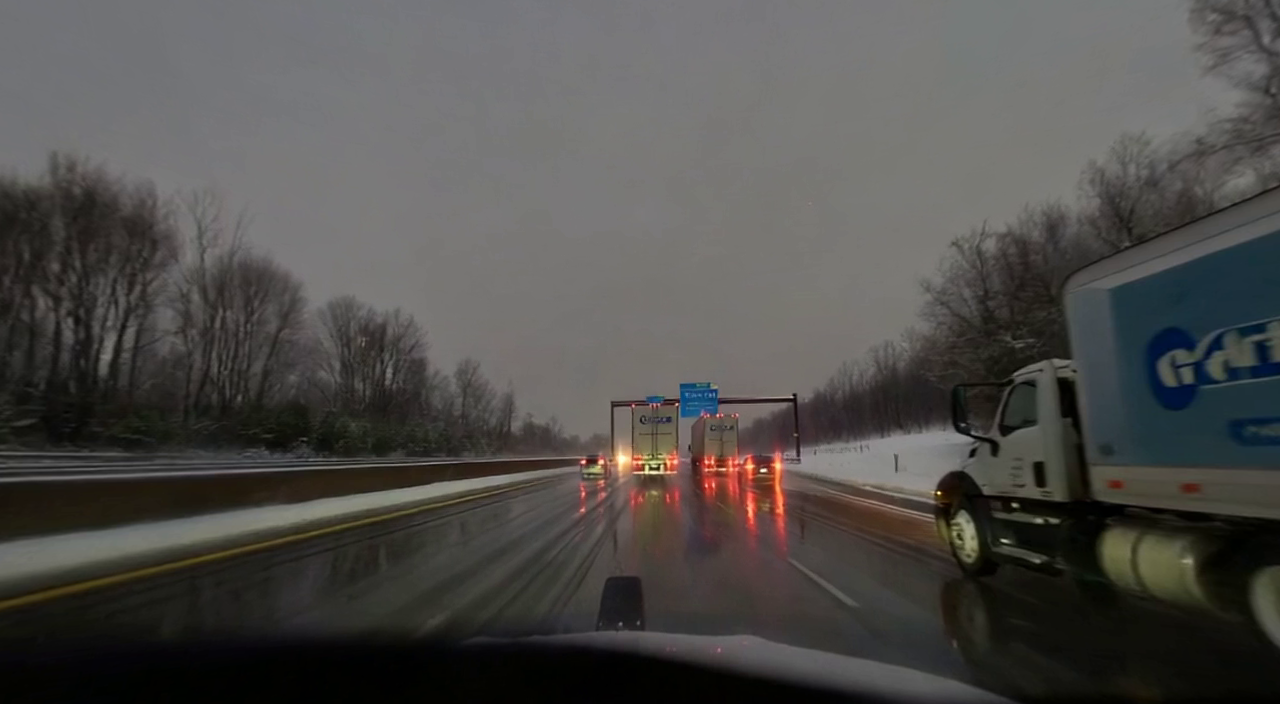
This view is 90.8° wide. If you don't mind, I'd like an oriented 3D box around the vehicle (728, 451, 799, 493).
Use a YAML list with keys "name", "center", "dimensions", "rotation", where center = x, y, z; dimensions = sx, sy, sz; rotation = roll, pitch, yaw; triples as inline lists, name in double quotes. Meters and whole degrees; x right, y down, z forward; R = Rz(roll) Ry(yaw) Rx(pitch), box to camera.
- name: "vehicle"
  center: [4.920, 4.853, 25.907]
  dimensions: [2.086, 1.530, 4.808]
  rotation: [-1, -9, 2]

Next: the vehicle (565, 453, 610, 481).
- name: "vehicle"
  center: [-2.948, 6.569, 36.146]
  dimensions: [2.067, 1.452, 4.085]
  rotation: [-1, -9, 2]

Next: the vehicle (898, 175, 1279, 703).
- name: "vehicle"
  center: [4.224, 0.732, 4.150]
  dimensions: [2.636, 2.599, 5.956]
  rotation: [-1, -9, 2]

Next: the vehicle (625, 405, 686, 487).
- name: "vehicle"
  center: [0.776, 5.170, 34.673]
  dimensions: [2.864, 3.805, 9.709]
  rotation: [0, -9, 1]
